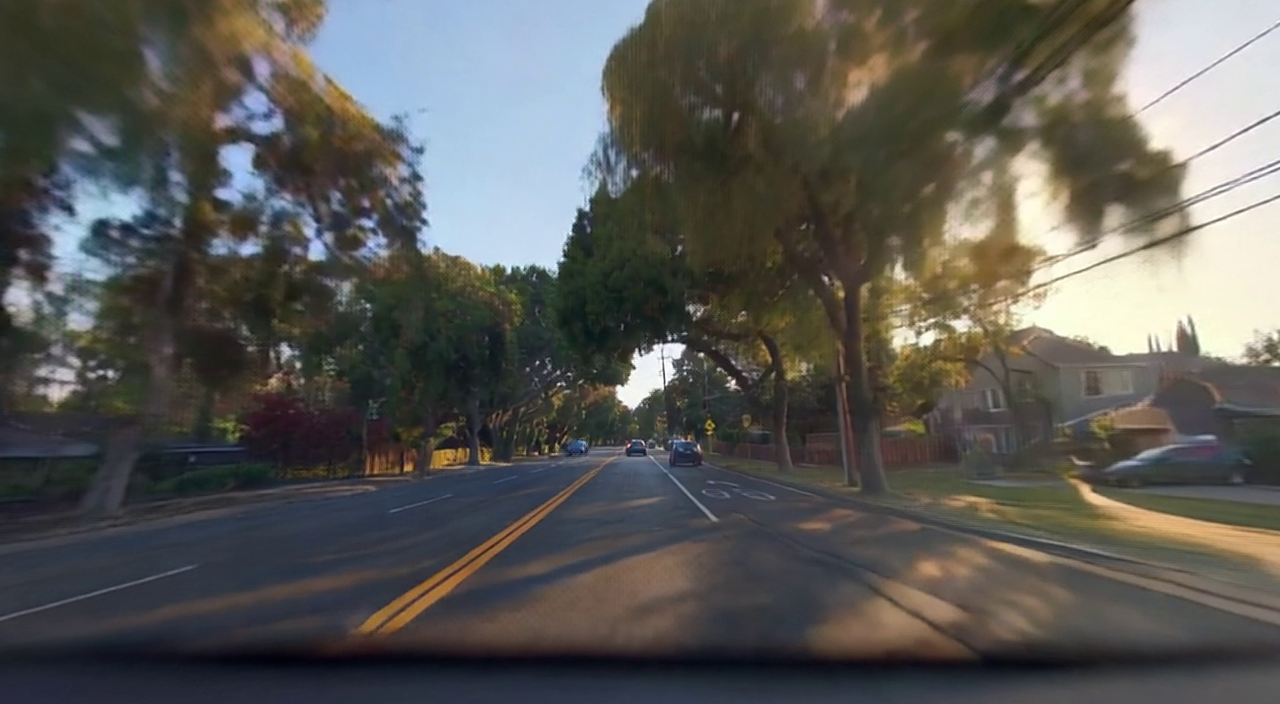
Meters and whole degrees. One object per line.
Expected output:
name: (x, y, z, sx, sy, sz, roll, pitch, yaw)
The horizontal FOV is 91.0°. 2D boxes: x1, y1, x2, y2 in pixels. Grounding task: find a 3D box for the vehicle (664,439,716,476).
vehicle: (2.172, 4.698, 28.207, 1.975, 1.497, 3.647, 1, -9, -1)
